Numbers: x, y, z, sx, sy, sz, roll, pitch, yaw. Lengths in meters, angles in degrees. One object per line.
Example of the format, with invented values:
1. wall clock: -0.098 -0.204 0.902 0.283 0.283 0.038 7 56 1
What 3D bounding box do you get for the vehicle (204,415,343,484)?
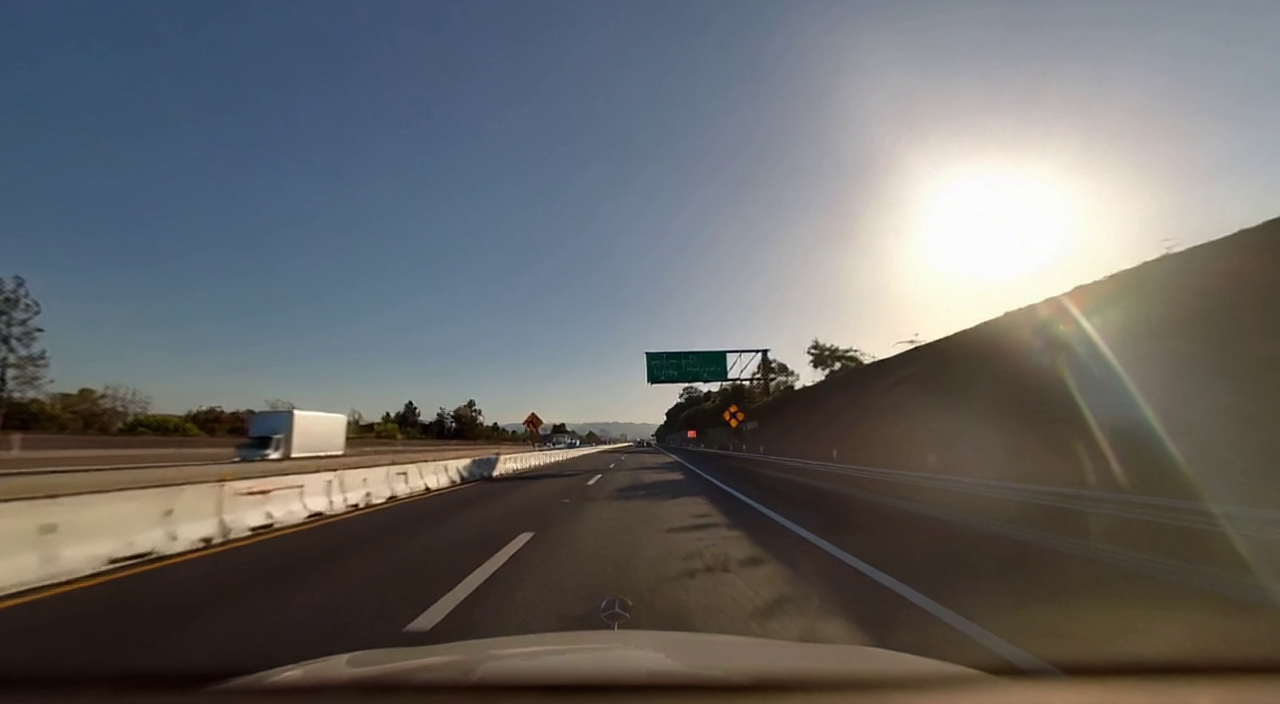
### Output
1. vehicle: -15.934 4.285 27.982 2.344 2.645 6.259 -1 -8 1
